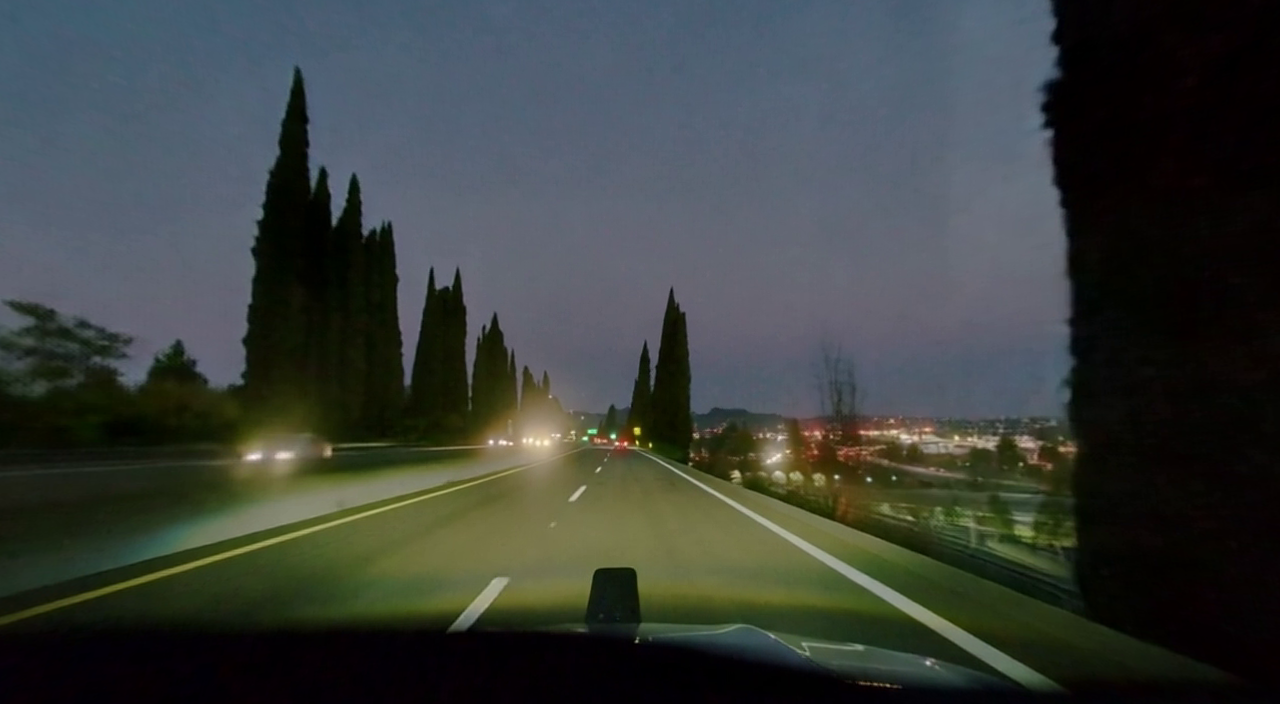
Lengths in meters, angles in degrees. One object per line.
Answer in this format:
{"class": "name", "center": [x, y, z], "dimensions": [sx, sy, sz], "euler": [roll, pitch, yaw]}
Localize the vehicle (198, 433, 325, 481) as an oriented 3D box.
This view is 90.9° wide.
{"class": "vehicle", "center": [-13.014, 3.618, 22.015], "dimensions": [1.972, 1.503, 3.935], "euler": [0, -8, 0]}
